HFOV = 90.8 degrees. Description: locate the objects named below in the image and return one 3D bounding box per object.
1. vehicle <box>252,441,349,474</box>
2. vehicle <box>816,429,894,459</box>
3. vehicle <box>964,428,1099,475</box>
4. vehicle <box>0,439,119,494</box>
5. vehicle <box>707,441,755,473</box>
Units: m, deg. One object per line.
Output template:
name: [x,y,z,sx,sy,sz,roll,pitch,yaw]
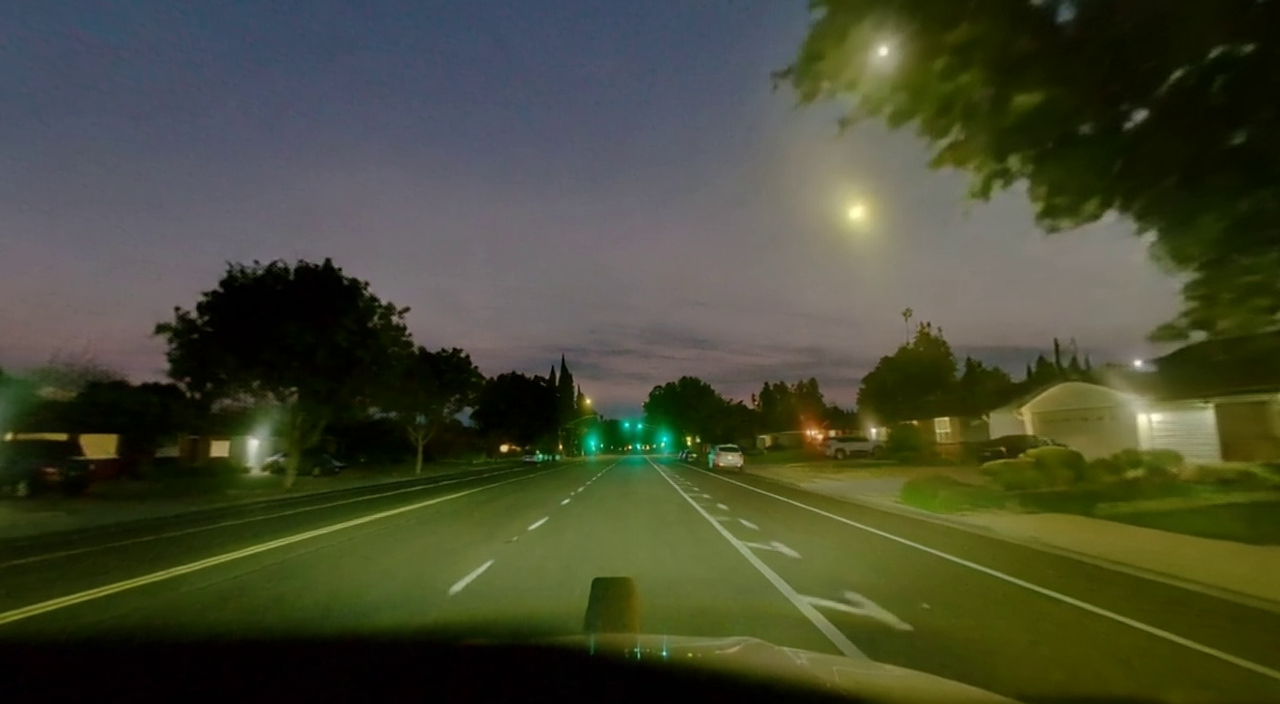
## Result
vehicle: [-20.374,6.368,38.064,4.564,1.895,2.221,-1,-9,6]
vehicle: [15.836,6.780,46.672,4.921,2.117,2.249,-1,-9,2]
vehicle: [15.417,3.949,25.089,4.010,1.751,1.922,-1,-9,3]
vehicle: [-21.920,4.009,22.342,4.889,1.822,2.159,0,-9,-3]
vehicle: [5.109,5.963,35.958,2.001,1.693,4.311,0,-9,-1]
